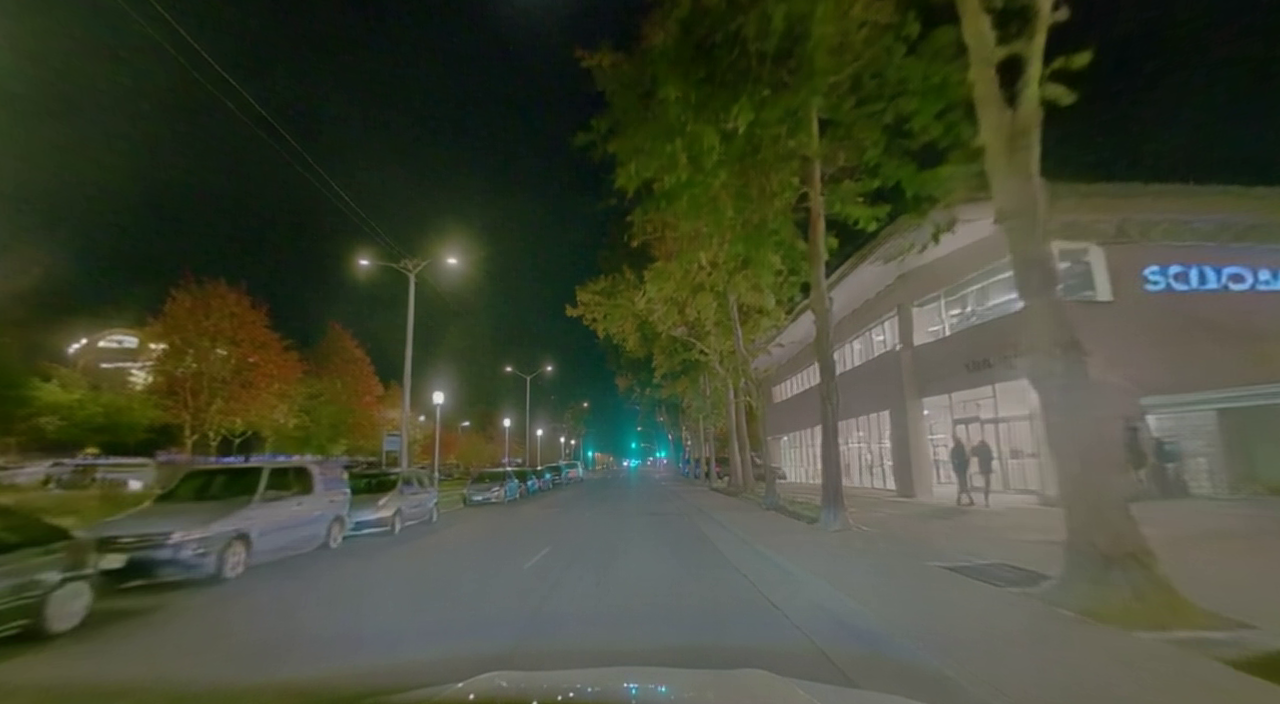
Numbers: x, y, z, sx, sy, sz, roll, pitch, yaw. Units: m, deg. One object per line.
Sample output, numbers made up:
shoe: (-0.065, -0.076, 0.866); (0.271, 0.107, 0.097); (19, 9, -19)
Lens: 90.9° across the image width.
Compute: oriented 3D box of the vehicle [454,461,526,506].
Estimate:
vehicle: (-5.923, 5.248, 25.456); (1.832, 1.623, 4.424); (1, -11, 0)

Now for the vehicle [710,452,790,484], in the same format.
vehicle: (6.204, 6.616, 35.911); (4.193, 1.665, 1.924); (1, -11, -2)

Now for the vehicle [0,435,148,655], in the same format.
vehicle: (-6.003, 1.375, 4.243); (2.060, 1.688, 4.083); (1, -11, -1)

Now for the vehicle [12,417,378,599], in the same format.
vehicle: (-6.016, 2.190, 9.551); (1.990, 2.011, 4.765); (1, -11, 0)
